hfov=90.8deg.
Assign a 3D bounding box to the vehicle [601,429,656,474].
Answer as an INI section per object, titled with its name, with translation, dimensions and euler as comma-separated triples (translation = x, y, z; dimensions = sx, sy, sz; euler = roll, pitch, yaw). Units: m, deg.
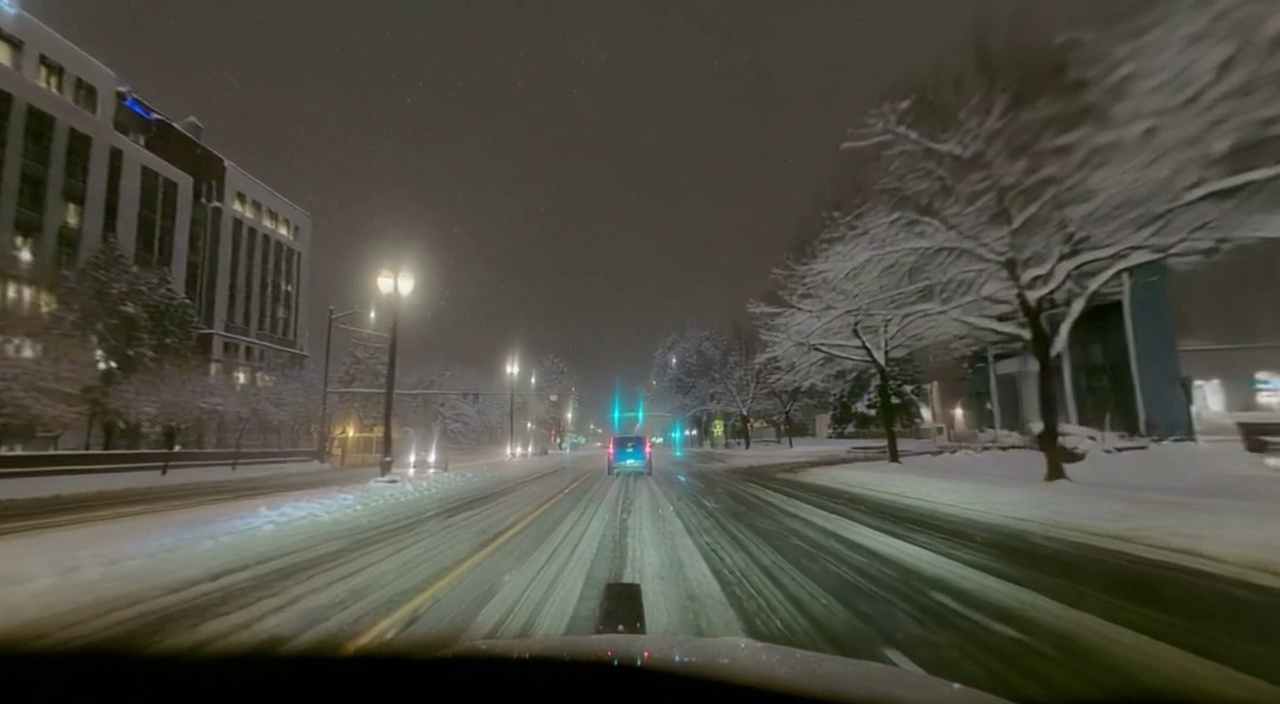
[vehicle]
translation = -0.510, 4.548, 28.952
dimensions = 2.313, 1.860, 4.319
euler = 0, -9, 0
